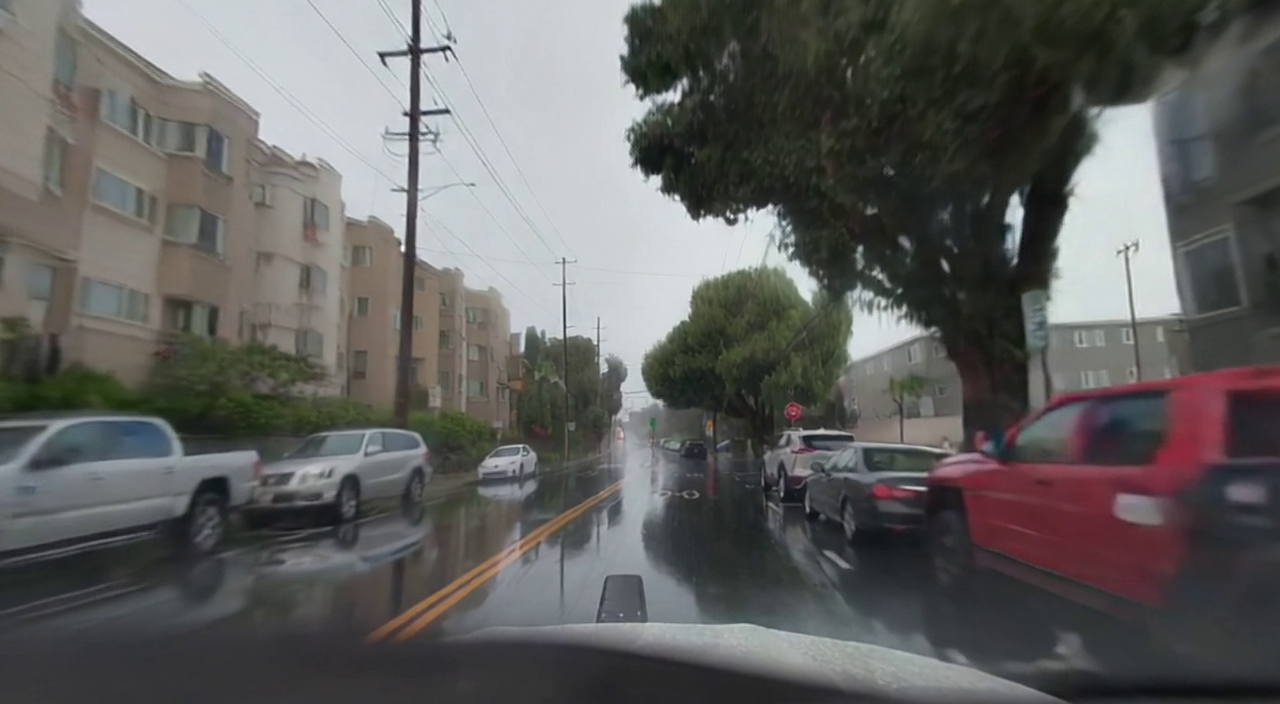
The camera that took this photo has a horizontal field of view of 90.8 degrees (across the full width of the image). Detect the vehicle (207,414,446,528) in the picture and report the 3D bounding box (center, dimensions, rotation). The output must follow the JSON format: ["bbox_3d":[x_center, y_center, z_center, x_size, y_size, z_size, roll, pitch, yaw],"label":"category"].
[{"bbox_3d":[-6.197,2.437,13.497,2.158,1.929,5.184,-1,-9,4],"label":"vehicle"}]

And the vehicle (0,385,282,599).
[{"bbox_3d":[-6.802,1.581,7.199,2.270,1.881,5.412,-6,-9,1],"label":"vehicle"}]

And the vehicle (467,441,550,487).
[{"bbox_3d":[-5.037,4.346,24.875,1.922,1.505,4.502,-4,-8,5],"label":"vehicle"}]

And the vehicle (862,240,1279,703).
[{"bbox_3d":[3.145,0.850,3.203,2.248,1.964,5.736,-1,-9,4],"label":"vehicle"}]
